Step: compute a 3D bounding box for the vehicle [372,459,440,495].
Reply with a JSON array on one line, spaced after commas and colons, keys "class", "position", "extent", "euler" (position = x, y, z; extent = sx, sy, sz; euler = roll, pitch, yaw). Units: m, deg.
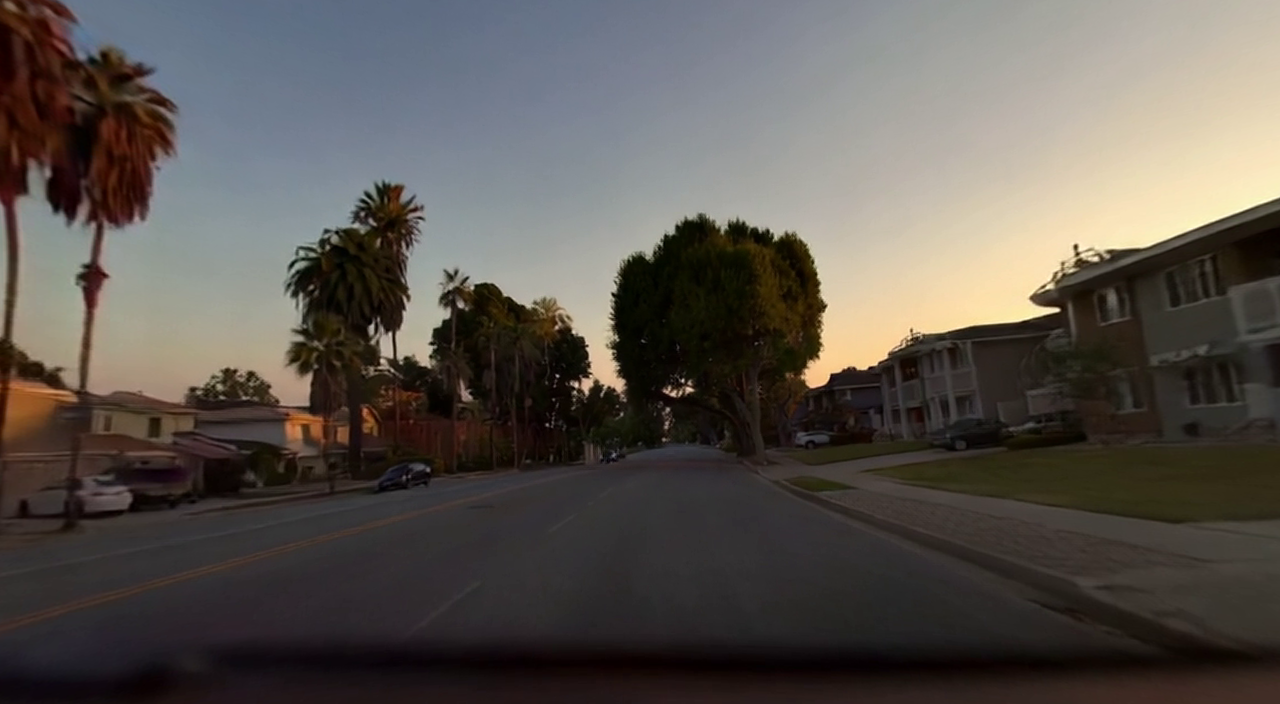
[{"class": "vehicle", "position": [-12.280, 6.549, 33.404], "extent": [1.804, 1.498, 4.136], "euler": [-5, -8, 4]}]

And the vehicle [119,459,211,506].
[{"class": "vehicle", "position": [-22.187, 6.054, 29.768], "extent": [2.075, 1.846, 4.684], "euler": [2, -8, -20]}]

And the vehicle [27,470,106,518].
[{"class": "vehicle", "position": [-22.490, 5.457, 24.703], "extent": [4.461, 1.477, 1.862], "euler": [-8, -11, 43]}]
